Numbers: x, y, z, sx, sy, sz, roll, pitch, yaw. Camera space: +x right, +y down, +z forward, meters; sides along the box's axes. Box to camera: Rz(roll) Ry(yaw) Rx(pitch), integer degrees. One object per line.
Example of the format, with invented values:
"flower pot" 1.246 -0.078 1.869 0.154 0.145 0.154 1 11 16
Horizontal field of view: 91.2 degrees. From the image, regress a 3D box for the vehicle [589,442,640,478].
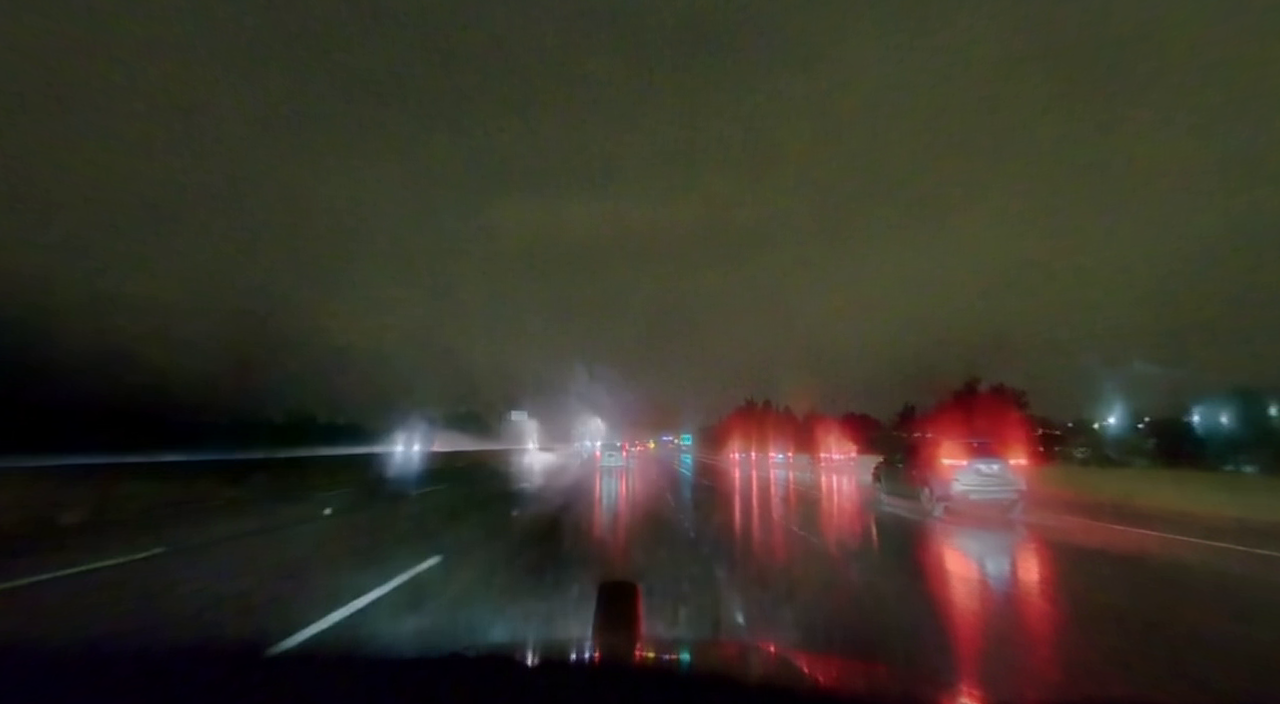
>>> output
"vehicle" -1.112 5.012 29.195 2.055 1.509 4.255 -1 -9 2
